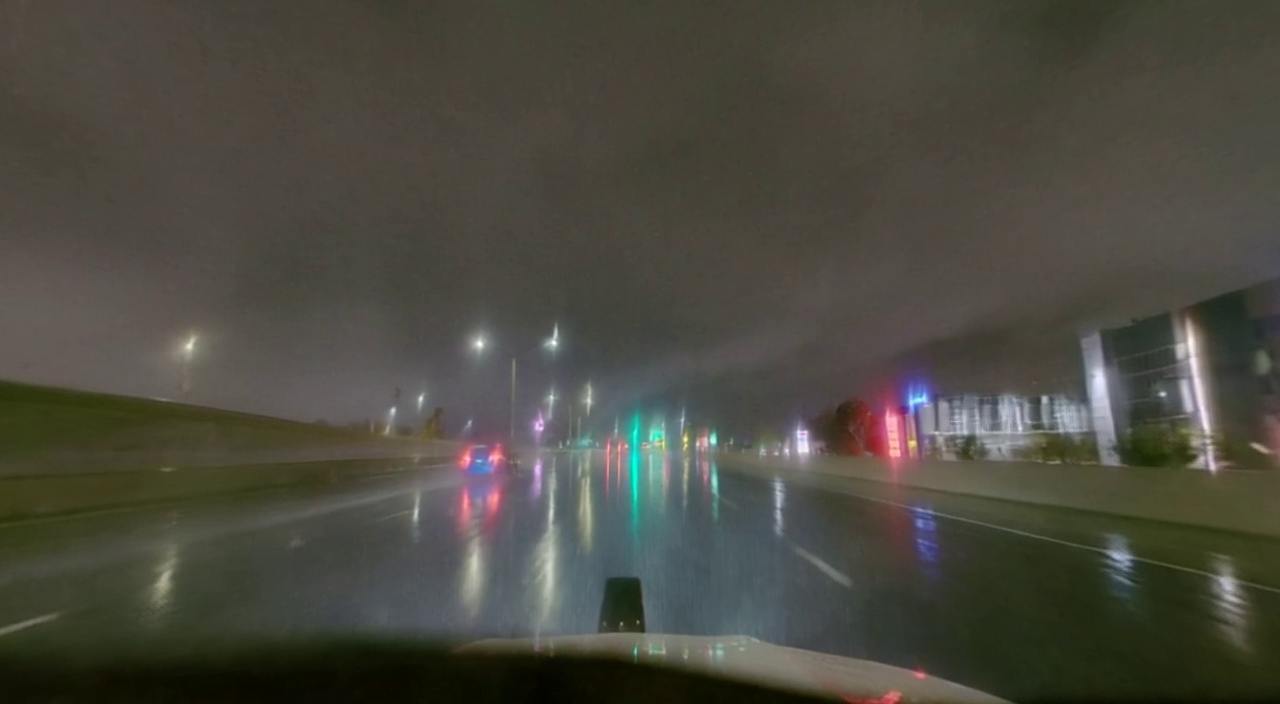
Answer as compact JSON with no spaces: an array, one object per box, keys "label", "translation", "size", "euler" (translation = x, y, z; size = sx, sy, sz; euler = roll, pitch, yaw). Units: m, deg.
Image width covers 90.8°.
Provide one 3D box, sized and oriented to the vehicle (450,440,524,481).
[{"label":"vehicle","translation":[-6.198,4.448,26.149],"size":[1.990,1.529,4.288],"euler":[0,-8,0]}]
